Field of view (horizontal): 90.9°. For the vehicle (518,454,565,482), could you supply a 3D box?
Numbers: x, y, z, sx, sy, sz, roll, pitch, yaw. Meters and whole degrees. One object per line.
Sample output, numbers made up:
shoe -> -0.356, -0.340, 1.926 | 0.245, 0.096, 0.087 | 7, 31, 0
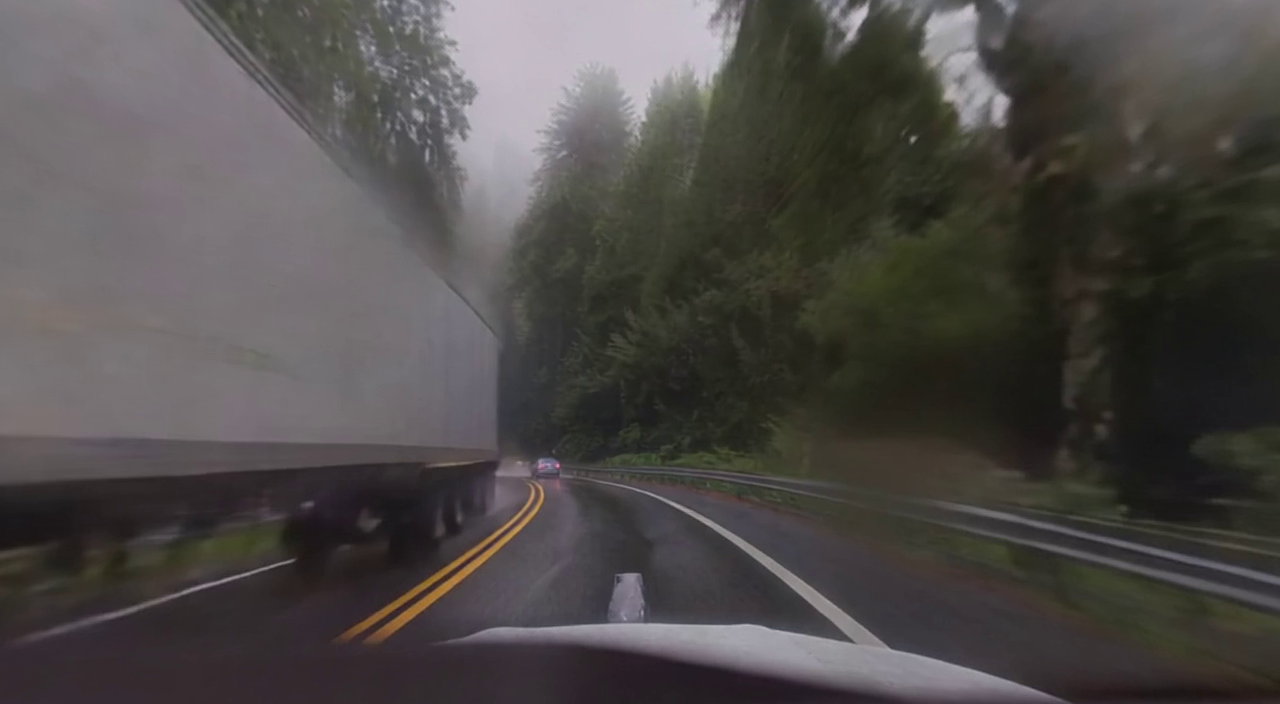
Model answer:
vehicle -> -5.898, 6.837, 37.487 | 2.120, 1.491, 4.349 | 3, -9, -17

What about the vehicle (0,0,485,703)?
vehicle -> -4.322, 0.445, 6.381 | 2.999, 4.301, 11.457 | 0, -8, -2
